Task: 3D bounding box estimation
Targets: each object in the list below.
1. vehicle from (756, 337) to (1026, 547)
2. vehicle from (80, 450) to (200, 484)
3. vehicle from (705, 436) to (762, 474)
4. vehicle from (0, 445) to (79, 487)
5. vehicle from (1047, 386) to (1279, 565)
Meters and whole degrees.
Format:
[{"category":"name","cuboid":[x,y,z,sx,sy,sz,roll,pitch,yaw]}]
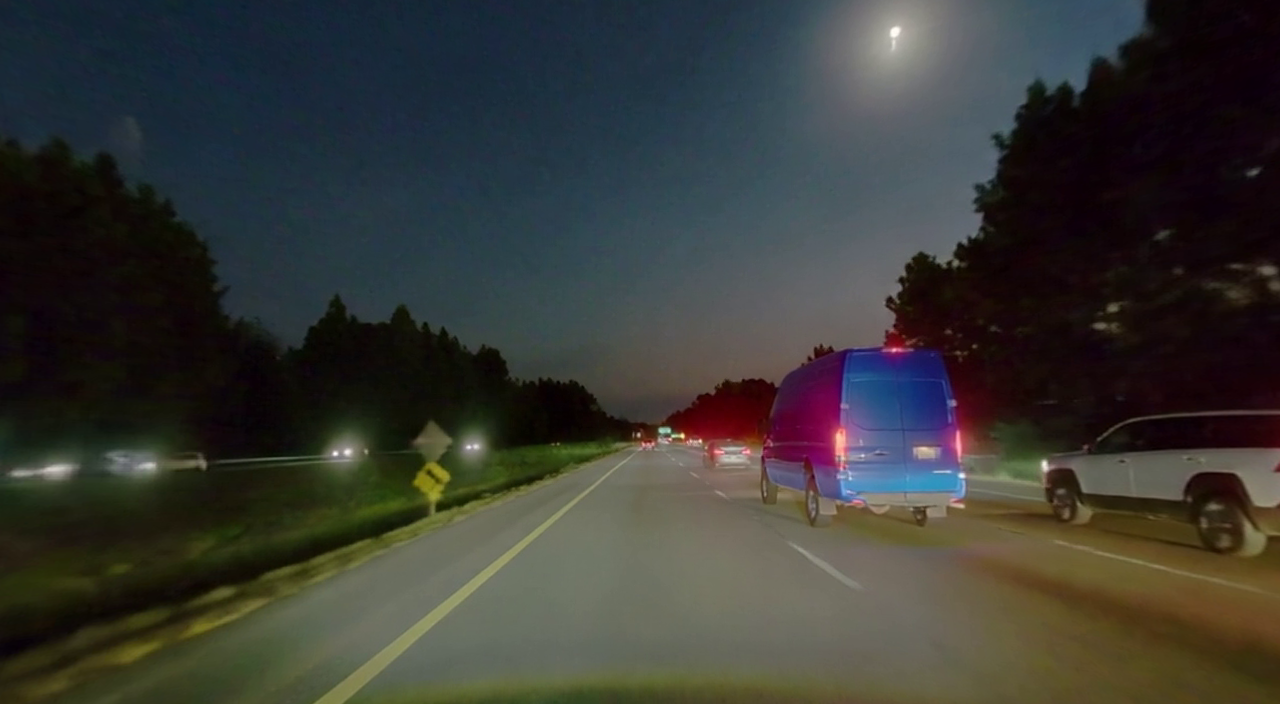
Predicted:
[{"category":"vehicle","cuboid":[3.725,1.558,11.045,2.302,2.670,5.912,0,-8,1]},{"category":"vehicle","cuboid":[-24.469,5.618,31.140,1.914,1.494,4.844,0,-8,1]},{"category":"vehicle","cuboid":[4.437,4.943,30.478,2.034,1.651,4.342,0,-8,0]},{"category":"vehicle","cuboid":[-31.612,5.597,31.164,2.282,1.999,5.942,0,-8,0]},{"category":"vehicle","cuboid":[8.003,1.544,8.252,2.212,1.902,4.654,0,-8,0]}]
